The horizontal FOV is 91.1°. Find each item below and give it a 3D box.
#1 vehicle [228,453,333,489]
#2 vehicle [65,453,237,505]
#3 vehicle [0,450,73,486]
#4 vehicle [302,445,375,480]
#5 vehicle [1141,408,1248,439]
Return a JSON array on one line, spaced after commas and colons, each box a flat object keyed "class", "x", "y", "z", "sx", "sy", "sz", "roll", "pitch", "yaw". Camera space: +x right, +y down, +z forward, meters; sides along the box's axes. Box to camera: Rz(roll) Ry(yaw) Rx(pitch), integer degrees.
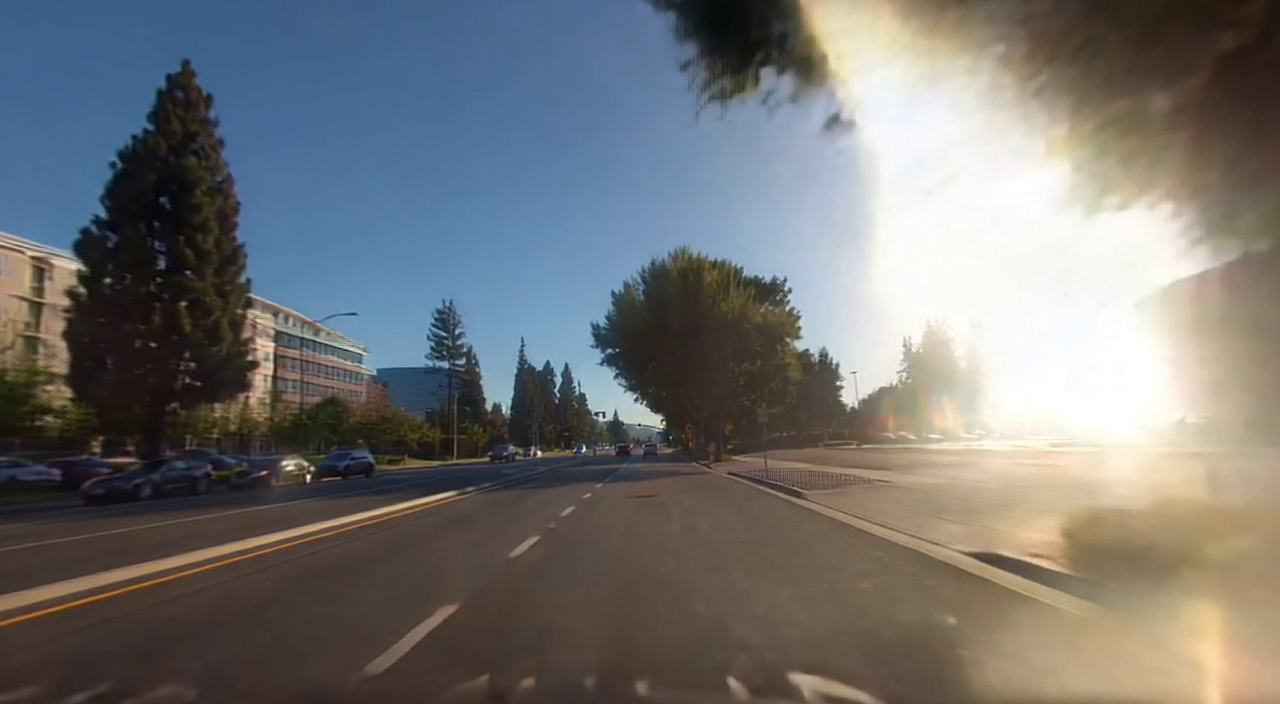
[{"class": "vehicle", "x": -17.248, "y": 5.690, "z": 30.477, "sx": 1.955, "sy": 1.486, "sz": 5.112, "roll": -1, "pitch": -8, "yaw": 2}, {"class": "vehicle", "x": -17.174, "y": 4.457, "z": 22.503, "sx": 2.014, "sy": 1.515, "sz": 5.027, "roll": 0, "pitch": -8, "yaw": 2}, {"class": "vehicle", "x": -28.172, "y": 5.155, "z": 28.019, "sx": 3.759, "sy": 1.462, "sz": 1.873, "roll": 1, "pitch": -8, "yaw": -3}, {"class": "vehicle", "x": -17.155, "y": 6.276, "z": 36.026, "sx": 1.998, "sy": 1.724, "sz": 4.486, "roll": -3, "pitch": -9, "yaw": 0}, {"class": "vehicle", "x": 29.944, "y": 3.944, "z": 34.111, "sx": 1.829, "sy": 1.496, "sz": 4.642, "roll": -1, "pitch": -8, "yaw": 5}]
